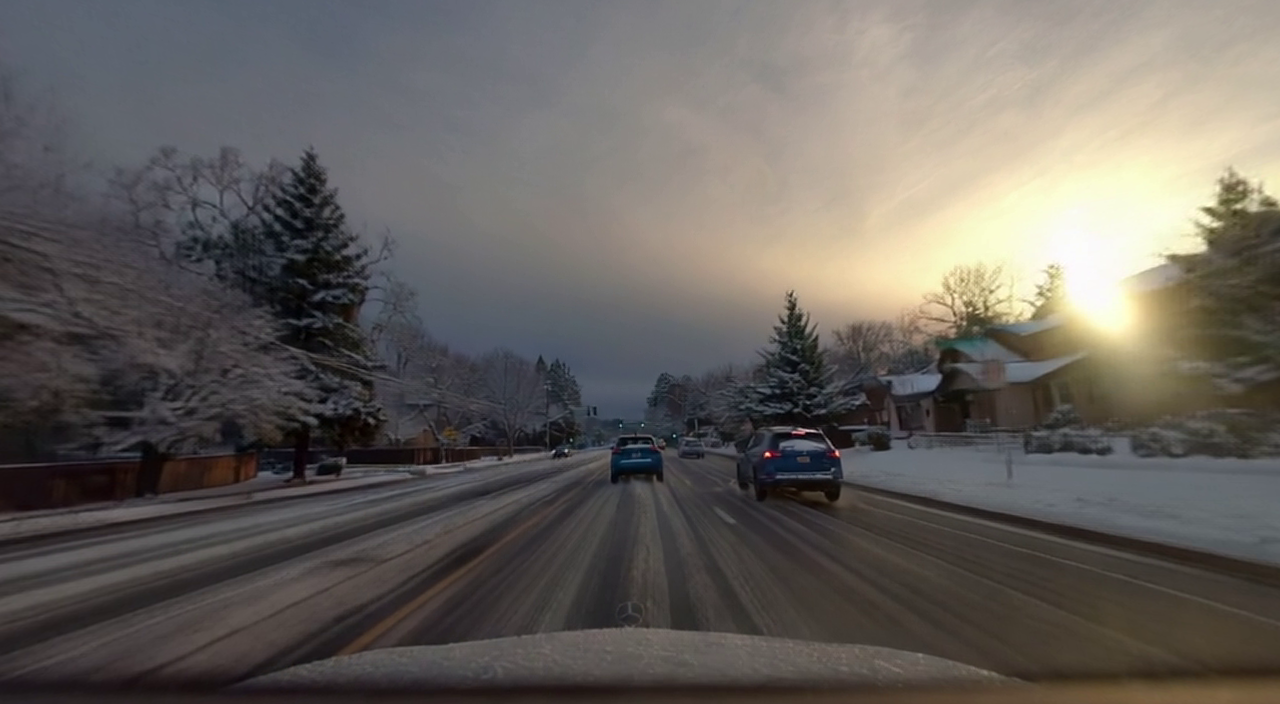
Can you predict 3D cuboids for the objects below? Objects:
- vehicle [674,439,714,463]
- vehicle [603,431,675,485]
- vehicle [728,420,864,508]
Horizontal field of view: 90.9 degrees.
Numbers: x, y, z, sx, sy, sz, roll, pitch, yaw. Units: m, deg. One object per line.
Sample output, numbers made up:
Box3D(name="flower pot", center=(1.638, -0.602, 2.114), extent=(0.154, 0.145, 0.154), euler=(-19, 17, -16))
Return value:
Box3D(name="vehicle", center=(3.378, 6.272, 40.012), extent=(2.099, 1.463, 4.130), euler=(0, -8, -1))
Box3D(name="vehicle", center=(-0.025, 3.578, 21.541), extent=(2.200, 1.653, 4.127), euler=(0, -8, 0))
Box3D(name="vehicle", center=(3.420, 2.560, 14.833), extent=(2.024, 1.711, 4.512), euler=(0, -8, 0))
